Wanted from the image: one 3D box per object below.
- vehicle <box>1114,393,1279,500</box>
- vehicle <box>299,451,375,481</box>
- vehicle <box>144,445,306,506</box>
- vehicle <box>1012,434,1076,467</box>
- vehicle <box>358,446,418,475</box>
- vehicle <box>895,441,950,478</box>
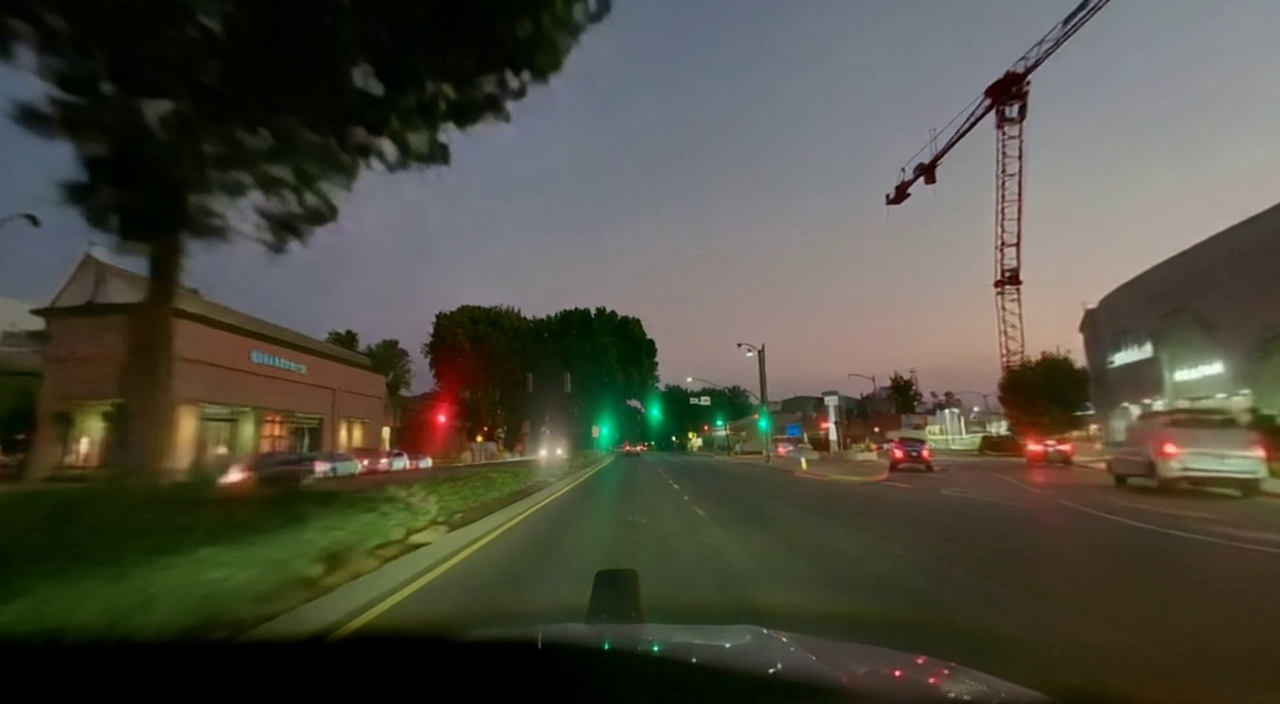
[{"bbox_3d":[16.940,2.832,19.023,2.311,2.722,5.823,-3,-9,18],"label":"vehicle"},{"bbox_3d":[-16.486,6.179,34.627,1.780,1.493,4.703,0,-9,1],"label":"vehicle"},{"bbox_3d":[-11.959,3.545,18.622,1.897,1.557,4.218,0,-8,0],"label":"vehicle"},{"bbox_3d":[25.508,6.213,40.079,2.159,1.920,4.948,-3,-9,18],"label":"vehicle"},{"bbox_3d":[-16.390,7.035,41.359,2.070,1.774,4.549,0,-9,0],"label":"vehicle"},{"bbox_3d":[12.525,4.737,28.231,1.961,1.485,4.762,-4,-9,21],"label":"vehicle"}]
